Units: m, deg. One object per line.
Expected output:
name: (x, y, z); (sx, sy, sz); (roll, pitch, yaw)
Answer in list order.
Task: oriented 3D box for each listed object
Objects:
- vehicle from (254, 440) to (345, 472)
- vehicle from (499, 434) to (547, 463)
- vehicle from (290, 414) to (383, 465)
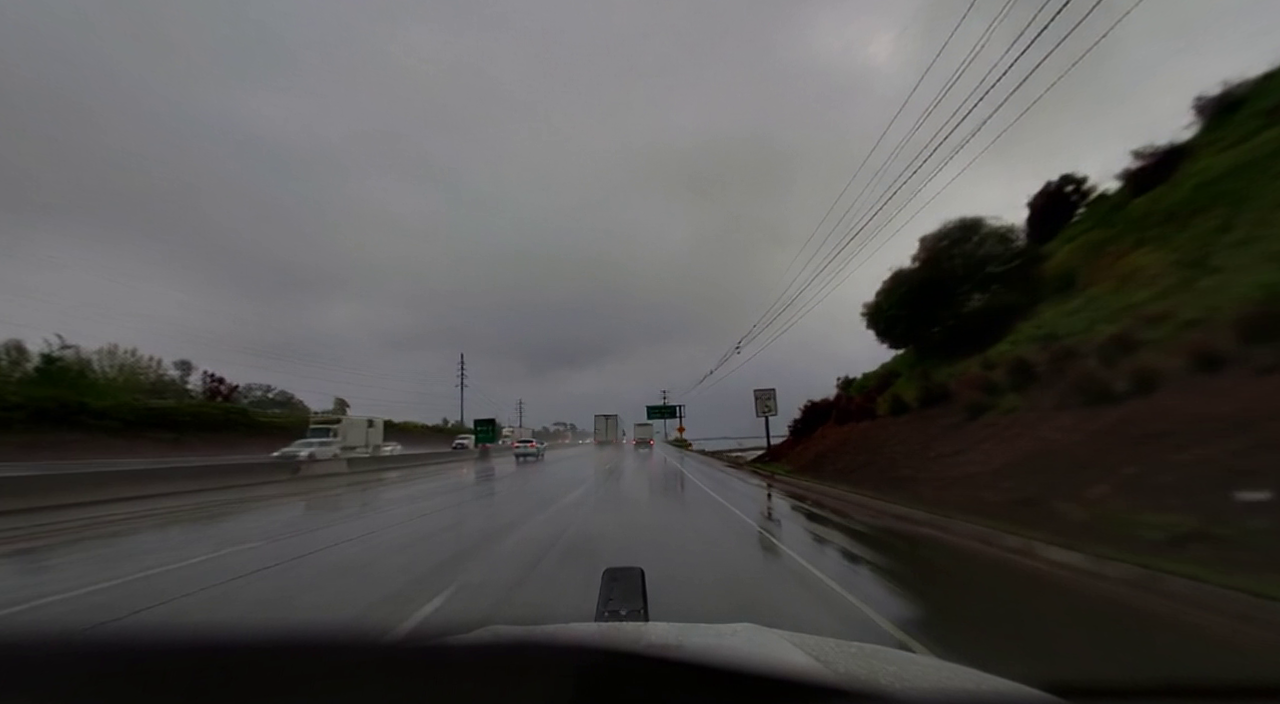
vehicle: (-17.381, 5.321, 32.488); (1.922, 1.486, 4.775); (0, -8, 1)
vehicle: (-7.586, 6.296, 41.261); (2.192, 1.762, 4.559); (-1, -8, 1)
vehicle: (-21.098, 6.186, 44.399); (2.768, 3.286, 7.386); (0, -8, 0)
